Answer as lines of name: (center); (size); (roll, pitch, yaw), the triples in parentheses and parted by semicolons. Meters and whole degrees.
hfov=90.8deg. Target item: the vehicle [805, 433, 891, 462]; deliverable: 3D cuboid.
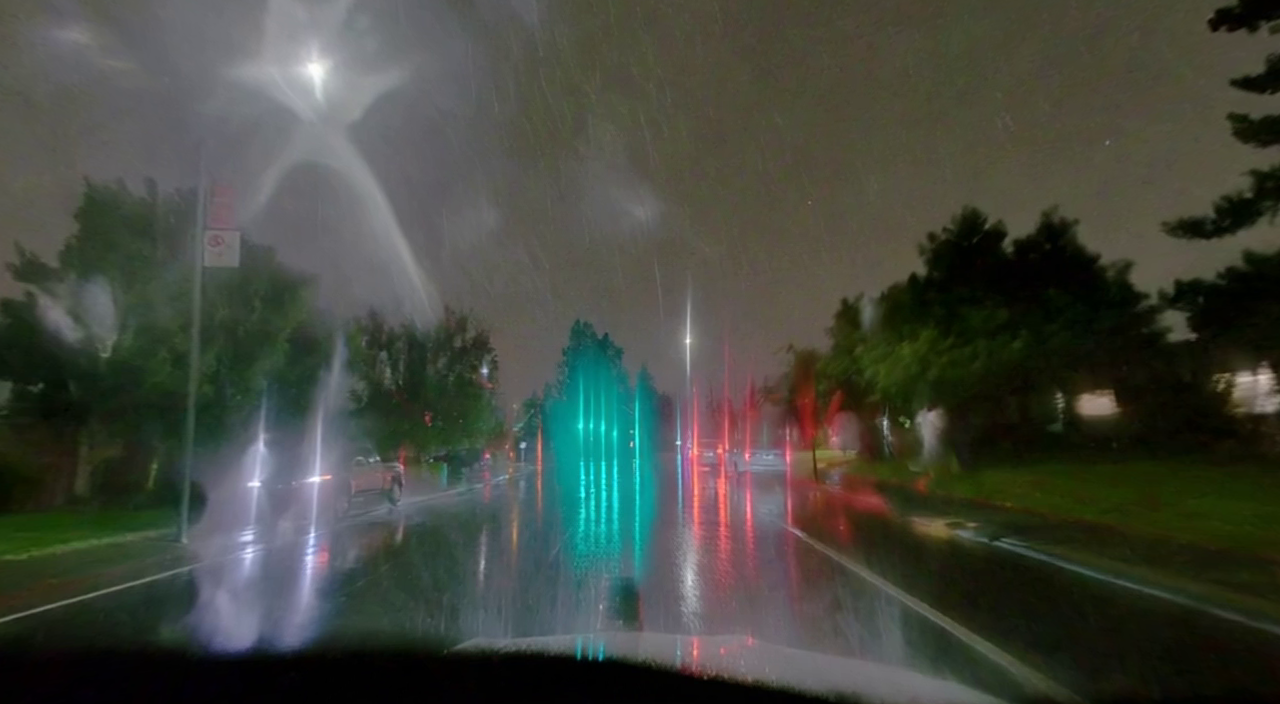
vehicle: (12.368, 5.720, 37.814); (4.470, 1.624, 2.047); (-1, -9, 5)

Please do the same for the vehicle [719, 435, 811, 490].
vehicle: (3.975, 3.611, 20.981); (2.043, 1.585, 4.687); (0, -8, -1)

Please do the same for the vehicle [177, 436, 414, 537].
vehicle: (-6.967, 2.718, 13.485); (2.119, 1.760, 4.294); (-2, -9, 10)

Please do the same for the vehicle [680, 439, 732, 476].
vehicle: (3.045, 4.983, 30.171); (2.037, 1.595, 4.536); (-1, -8, 0)
